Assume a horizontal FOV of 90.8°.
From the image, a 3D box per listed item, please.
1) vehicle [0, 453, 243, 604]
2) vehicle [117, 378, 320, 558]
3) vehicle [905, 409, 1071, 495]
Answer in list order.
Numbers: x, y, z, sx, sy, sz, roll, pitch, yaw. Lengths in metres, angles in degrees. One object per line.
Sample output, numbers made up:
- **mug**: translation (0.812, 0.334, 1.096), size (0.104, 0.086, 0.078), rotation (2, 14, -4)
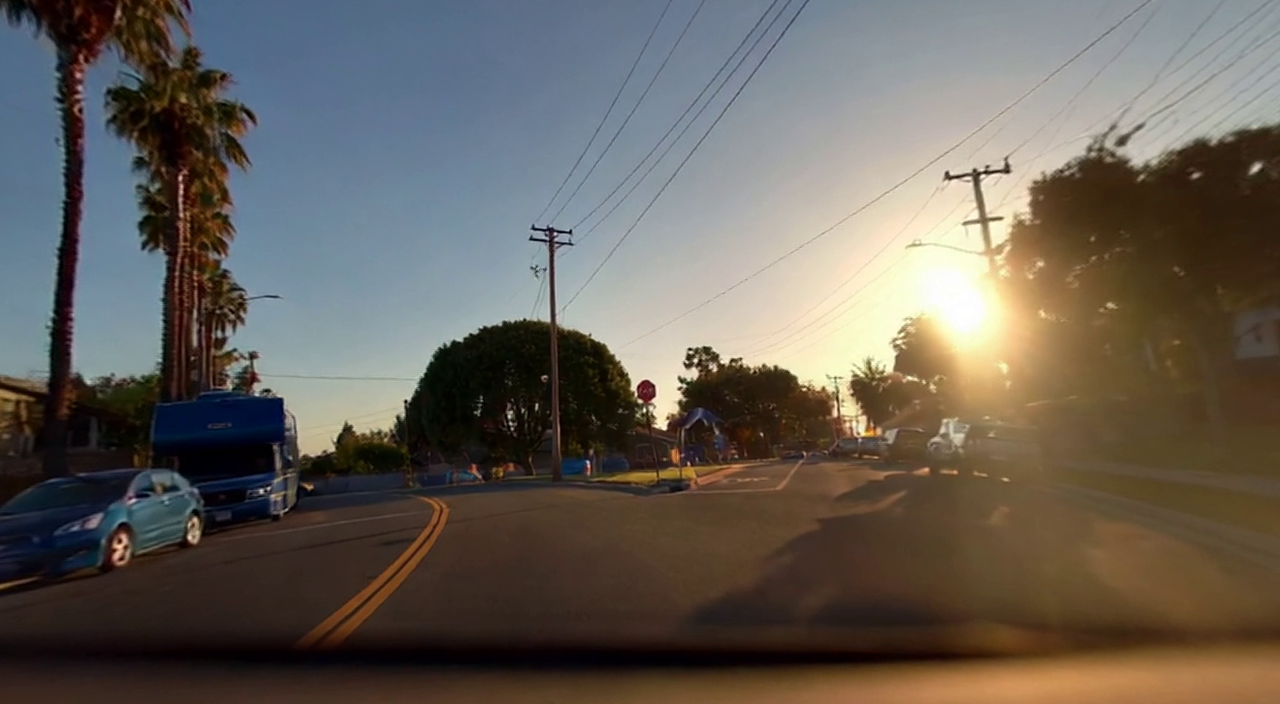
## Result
- **vehicle**: translation (-8.378, 2.557, 10.131), size (2.103, 1.599, 4.865), rotation (0, -7, -16)
- **vehicle**: translation (-11.844, 3.123, 19.196), size (3.216, 3.720, 11.364), rotation (0, -7, -24)
- **vehicle**: translation (9.136, 2.593, 17.357), size (2.508, 1.887, 5.930), rotation (-4, -7, 15)
